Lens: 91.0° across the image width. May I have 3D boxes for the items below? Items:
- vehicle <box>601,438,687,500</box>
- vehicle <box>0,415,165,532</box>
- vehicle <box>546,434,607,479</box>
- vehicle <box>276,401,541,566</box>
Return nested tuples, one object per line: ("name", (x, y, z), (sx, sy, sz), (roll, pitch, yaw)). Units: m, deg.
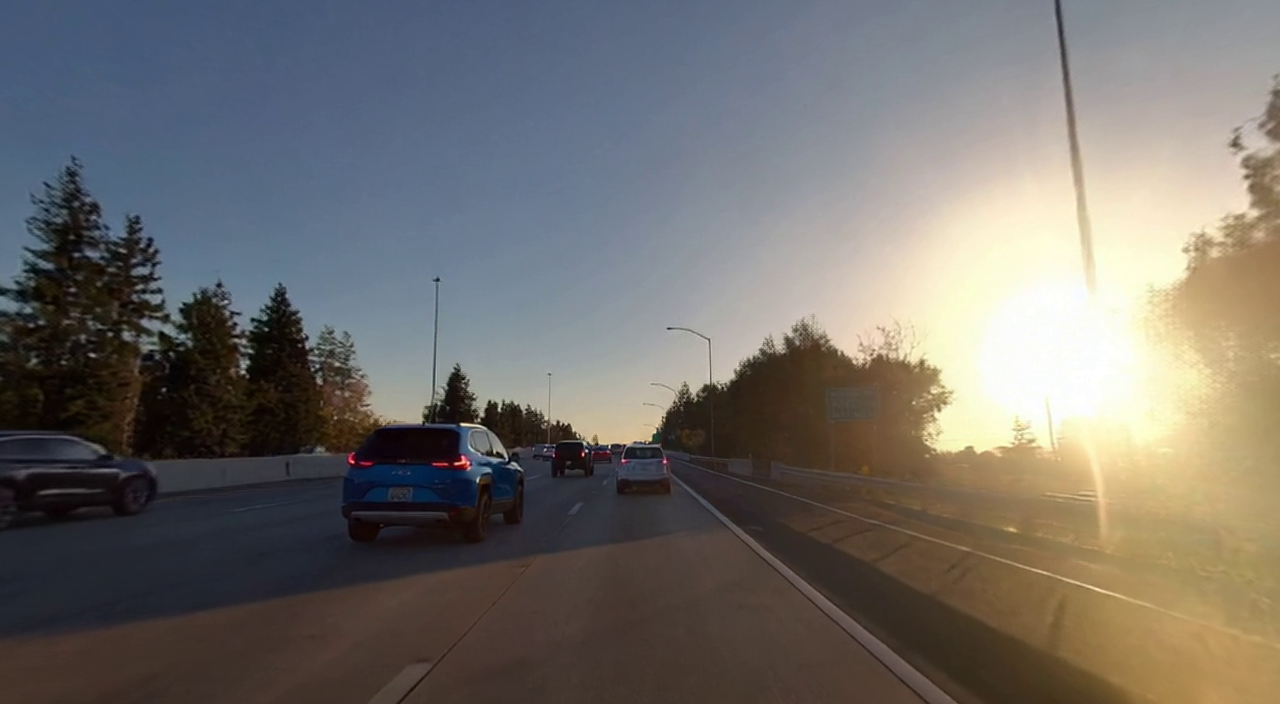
("vehicle", (0.069, 3.154, 17.303), (2.068, 1.488, 4.045), (0, -9, -1))
("vehicle", (-10.699, 1.966, 10.338), (2.011, 1.751, 4.712), (0, -9, 1))
("vehicle", (-2.653, 4.528, 27.466), (2.125, 1.771, 4.721), (0, -9, 1))
("vehicle", (-2.883, 1.754, 9.053), (2.123, 1.798, 4.108), (0, -9, 2))
